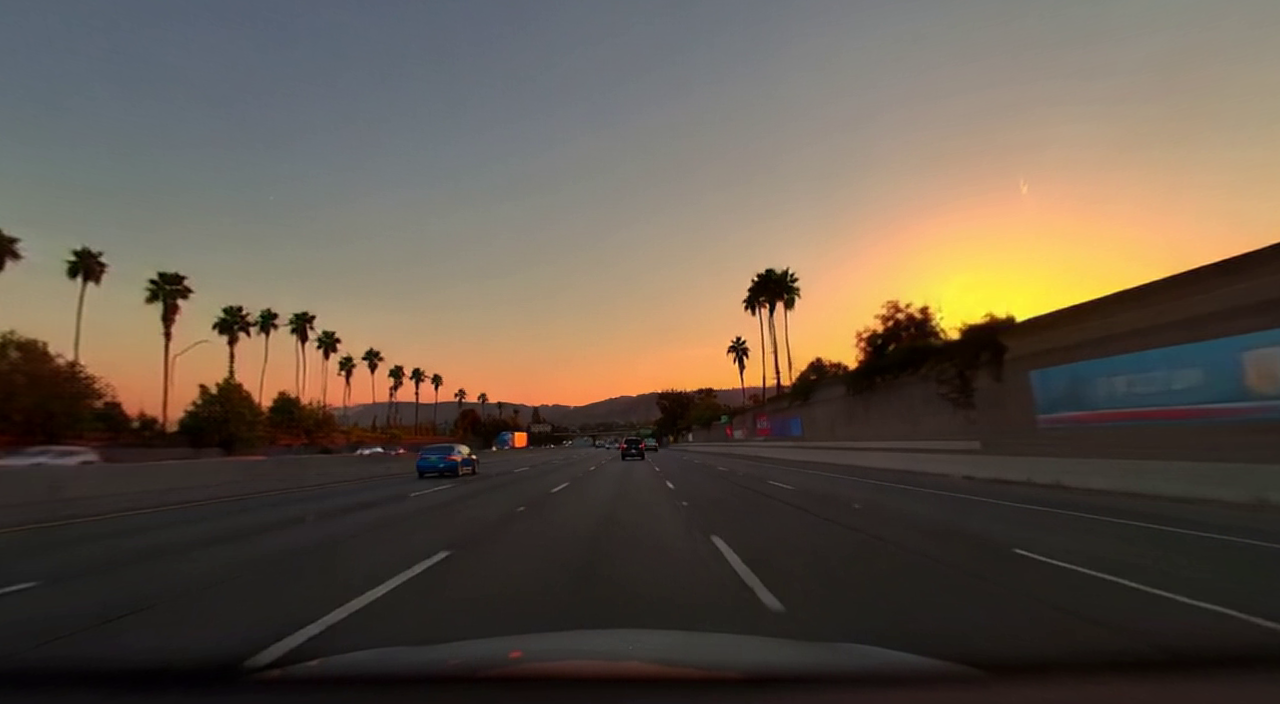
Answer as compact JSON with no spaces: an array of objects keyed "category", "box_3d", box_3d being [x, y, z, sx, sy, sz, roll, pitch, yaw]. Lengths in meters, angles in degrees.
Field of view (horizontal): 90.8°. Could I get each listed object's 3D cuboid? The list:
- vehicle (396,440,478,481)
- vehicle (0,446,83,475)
[{"category":"vehicle","box_3d":[-8.407,4.535,26.598,1.971,1.552,4.465,0,-9,0]},{"category":"vehicle","box_3d":[-33.535,5.919,34.654,1.860,1.494,4.521,0,-9,0]}]
